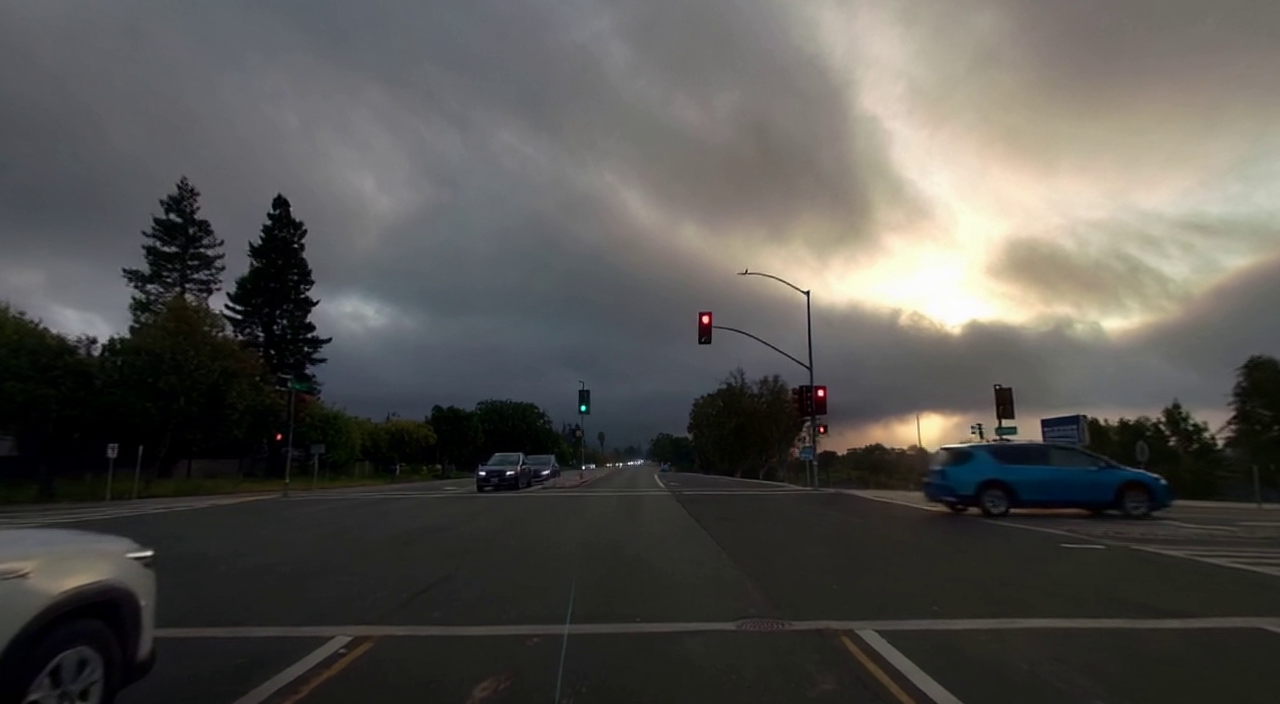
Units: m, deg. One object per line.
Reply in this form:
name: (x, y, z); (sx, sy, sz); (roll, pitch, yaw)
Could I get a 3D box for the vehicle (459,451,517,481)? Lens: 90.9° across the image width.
vehicle: (-8.000, 6.006, 33.481); (1.960, 1.433, 4.213); (0, -8, 1)

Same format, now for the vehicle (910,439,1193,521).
vehicle: (8.066, 2.521, 12.686); (4.404, 1.486, 1.841); (0, -8, -2)

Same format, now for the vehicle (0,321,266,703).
vehicle: (-3.456, 0.669, 1.528); (2.242, 1.761, 4.505); (0, -8, 1)

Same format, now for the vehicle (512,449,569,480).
vehicle: (-5.195, 5.923, 33.535); (2.107, 1.456, 4.728); (0, -8, 2)
